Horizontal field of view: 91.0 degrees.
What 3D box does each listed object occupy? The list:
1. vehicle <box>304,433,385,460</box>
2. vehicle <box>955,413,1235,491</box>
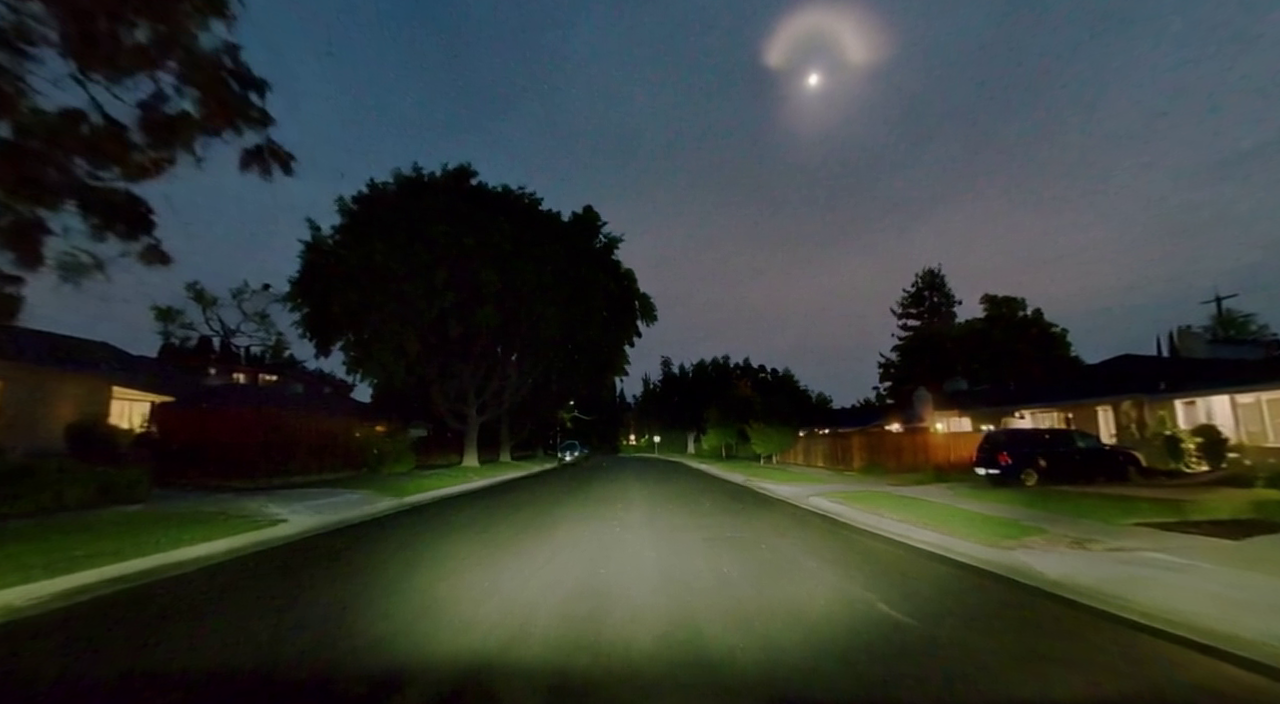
[{"bbox_3d":[-19.230,6.185,41.111,4.196,1.696,2.086,0,-10,-1],"label":"vehicle"},{"bbox_3d":[11.736,2.627,16.594,5.637,1.890,2.171,0,-9,-1],"label":"vehicle"}]
